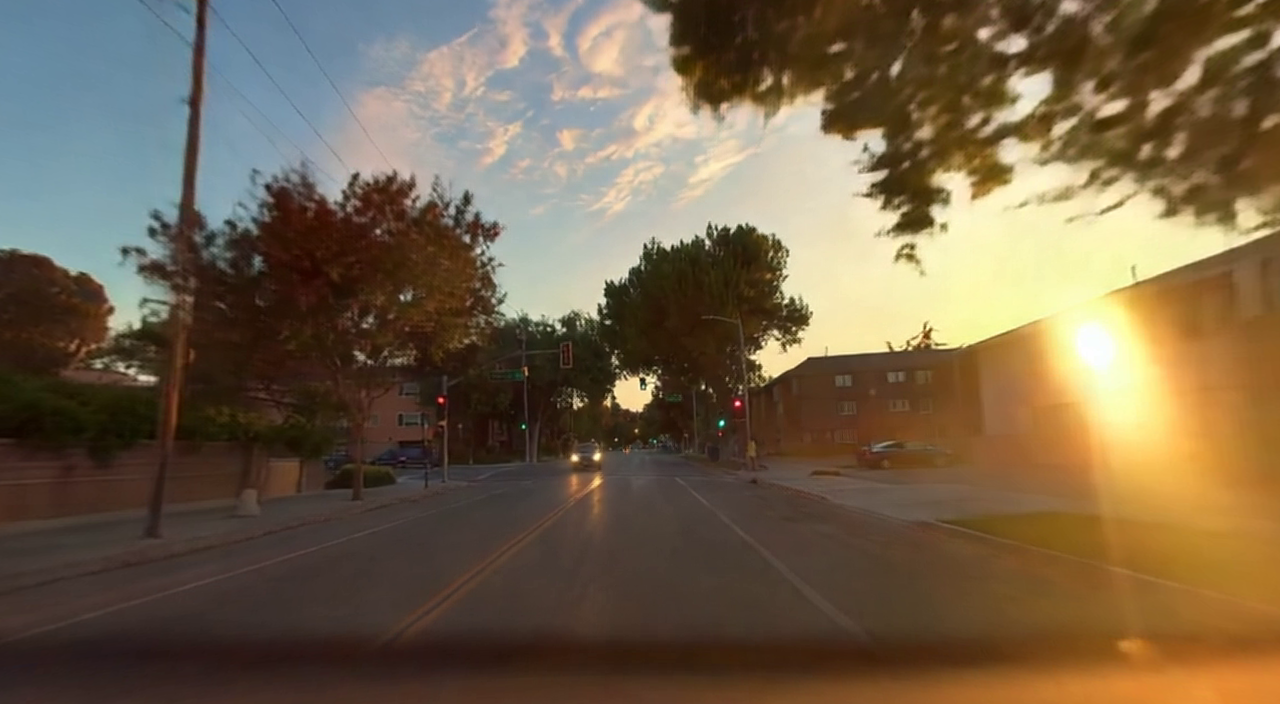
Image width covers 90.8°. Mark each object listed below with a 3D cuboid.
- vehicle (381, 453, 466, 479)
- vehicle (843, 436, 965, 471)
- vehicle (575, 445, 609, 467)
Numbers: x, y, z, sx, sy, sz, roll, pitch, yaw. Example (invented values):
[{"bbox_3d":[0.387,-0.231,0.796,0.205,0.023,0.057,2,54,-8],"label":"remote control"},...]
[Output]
[{"bbox_3d":[-12.398,6.566,36.393,4.135,1.424,1.945,-1,-10,5],"label":"vehicle"},{"bbox_3d":[12.697,4.928,30.562,4.908,1.521,2.108,-1,-10,-4],"label":"vehicle"},{"bbox_3d":[-3.471,7.665,46.393,2.015,1.508,4.353,0,-10,2],"label":"vehicle"}]
